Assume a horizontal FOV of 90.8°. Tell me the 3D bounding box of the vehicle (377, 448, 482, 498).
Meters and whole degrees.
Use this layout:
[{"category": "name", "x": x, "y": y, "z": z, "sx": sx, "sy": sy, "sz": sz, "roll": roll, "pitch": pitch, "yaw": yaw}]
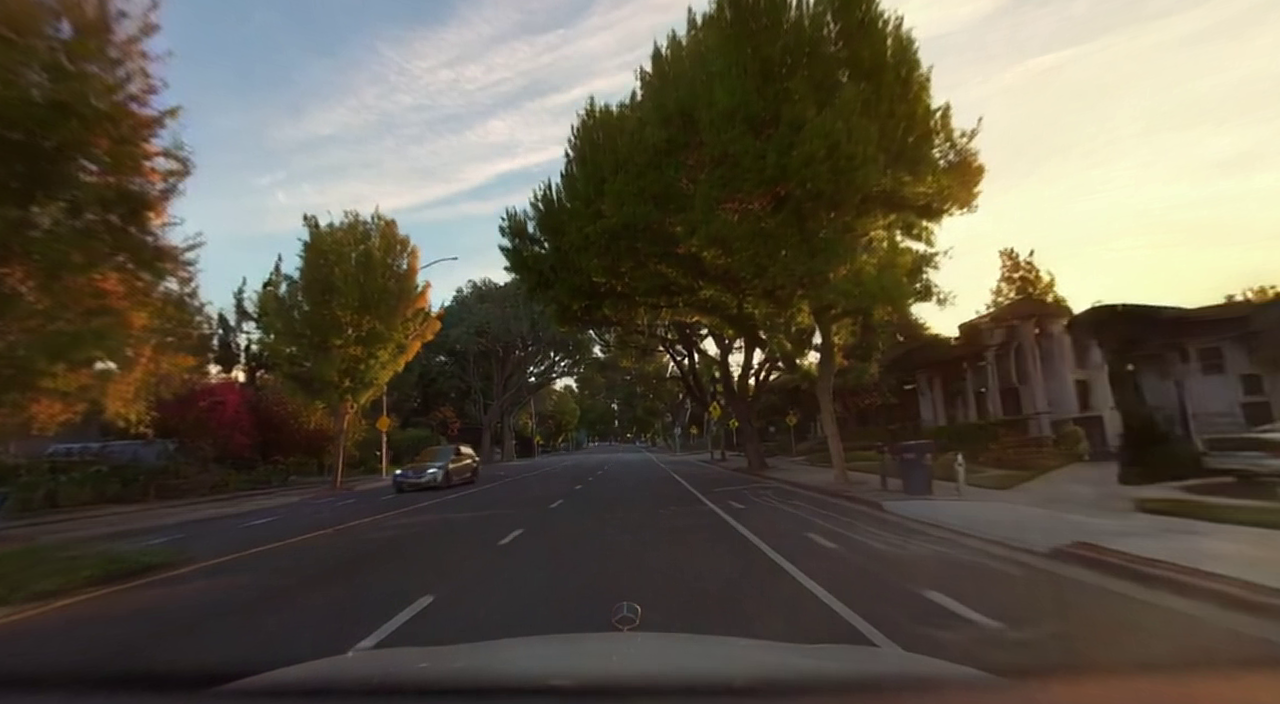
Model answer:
[{"category": "vehicle", "x": -7.077, "y": 4.094, "z": 21.857, "sx": 2.006, "sy": 1.501, "sz": 4.789, "roll": 0, "pitch": -9, "yaw": 0}]
